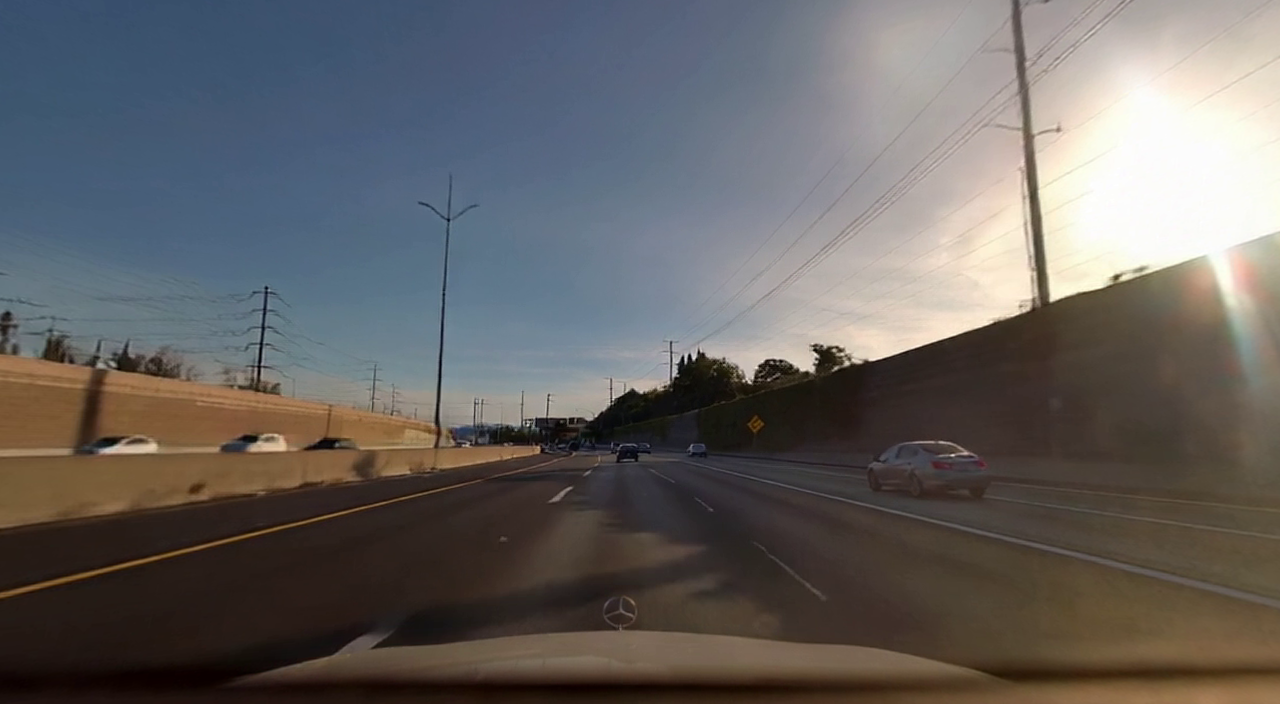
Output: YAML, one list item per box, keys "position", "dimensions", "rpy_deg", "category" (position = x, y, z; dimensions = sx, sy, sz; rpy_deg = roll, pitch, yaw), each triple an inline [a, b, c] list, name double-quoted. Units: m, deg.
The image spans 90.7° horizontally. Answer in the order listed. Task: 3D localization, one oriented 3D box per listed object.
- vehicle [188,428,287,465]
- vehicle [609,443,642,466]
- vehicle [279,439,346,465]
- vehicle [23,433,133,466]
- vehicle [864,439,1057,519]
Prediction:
- position: [-24.057, 5.715, 38.202]
  dimensions: [2.310, 2.019, 5.765]
  rpy_deg: [0, -9, -2]
  category: "vehicle"
- position: [-1.036, 6.973, 43.215]
  dimensions: [2.109, 1.489, 4.027]
  rpy_deg: [0, -8, -2]
  category: "vehicle"
- position: [-20.093, 6.169, 39.045]
  dimensions: [1.849, 1.498, 4.484]
  rpy_deg: [0, -8, -2]
  category: "vehicle"
- position: [-31.246, 5.452, 35.396]
  dimensions: [2.036, 1.697, 4.566]
  rpy_deg: [0, -9, -1]
  category: "vehicle"
- position: [6.622, 2.639, 13.717]
  dimensions: [1.876, 1.451, 4.154]
  rpy_deg: [0, -9, -2]
  category: "vehicle"
